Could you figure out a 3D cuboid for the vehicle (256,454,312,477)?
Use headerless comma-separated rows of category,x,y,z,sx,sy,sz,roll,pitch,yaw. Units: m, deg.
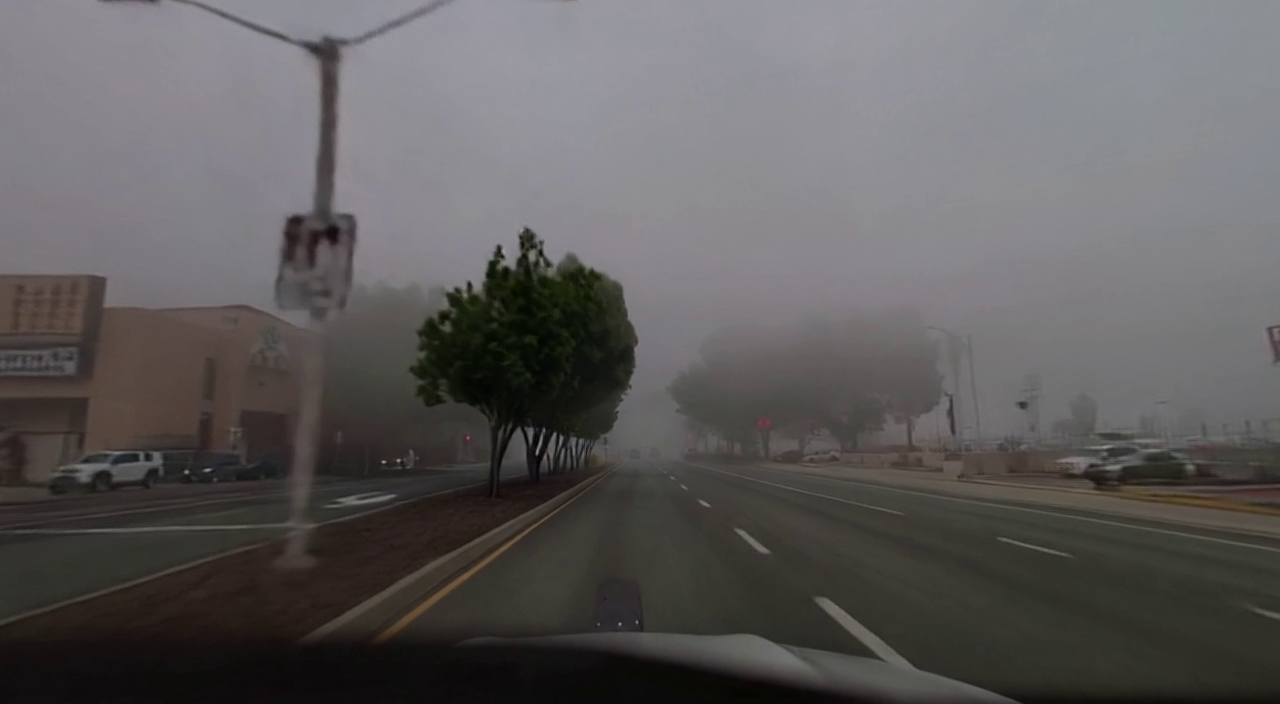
vehicle,-26.570,8.458,47.114,1.914,1.581,4.486,-1,-10,-5

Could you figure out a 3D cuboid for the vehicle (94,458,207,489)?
vehicle,-25.652,6.386,33.228,1.970,1.446,4.674,-3,-10,4

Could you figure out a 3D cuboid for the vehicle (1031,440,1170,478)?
vehicle,20.291,4.732,27.854,4.472,1.521,2.090,-1,-10,-2

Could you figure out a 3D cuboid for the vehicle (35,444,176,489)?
vehicle,-28.489,6.084,33.964,2.333,2.153,6.030,0,-9,-1

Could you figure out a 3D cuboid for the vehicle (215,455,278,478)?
vehicle,-29.085,8.441,46.643,1.883,1.575,4.314,-1,-10,-1
